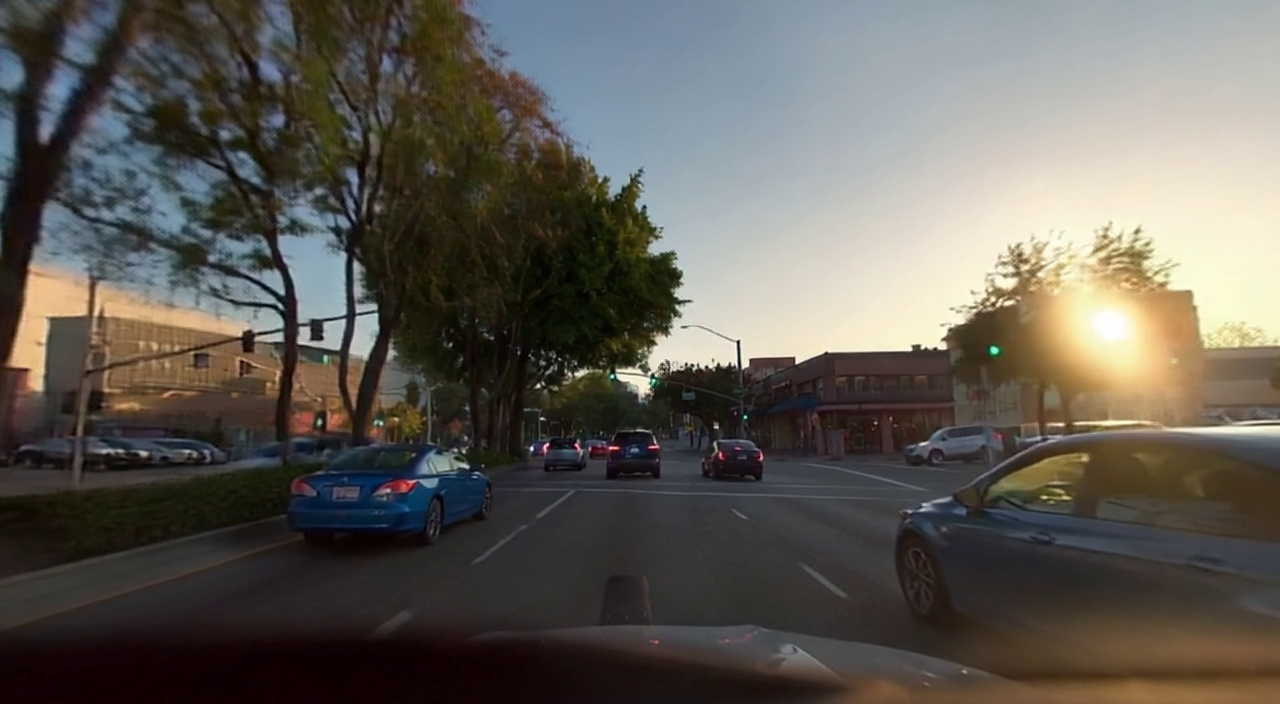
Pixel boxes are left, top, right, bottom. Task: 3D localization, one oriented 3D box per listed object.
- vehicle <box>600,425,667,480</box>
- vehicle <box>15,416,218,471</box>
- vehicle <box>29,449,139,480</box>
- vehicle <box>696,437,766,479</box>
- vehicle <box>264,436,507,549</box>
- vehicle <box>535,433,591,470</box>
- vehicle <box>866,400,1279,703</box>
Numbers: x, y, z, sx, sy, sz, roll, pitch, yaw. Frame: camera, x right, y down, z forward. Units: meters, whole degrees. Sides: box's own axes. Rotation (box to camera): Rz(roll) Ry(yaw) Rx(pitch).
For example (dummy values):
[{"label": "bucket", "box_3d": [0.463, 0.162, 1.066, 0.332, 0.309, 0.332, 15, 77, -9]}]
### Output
[{"label": "vehicle", "box_3d": [-0.243, 3.865, 24.589, 2.361, 1.898, 4.465, 0, -8, 0]}, {"label": "vehicle", "box_3d": [-35.019, 6.056, 42.232, 12.467, 3.385, 3.314, -1, -8, 13]}, {"label": "vehicle", "box_3d": [-30.072, 6.055, 34.117, 4.488, 1.445, 2.098, -1, -8, 12]}, {"label": "vehicle", "box_3d": [3.475, 4.134, 24.930, 2.058, 1.472, 4.317, 1, -8, -1]}, {"label": "vehicle", "box_3d": [-3.604, 2.015, 9.869, 2.115, 1.369, 3.908, 0, -8, 1]}, {"label": "vehicle", "box_3d": [-3.638, 4.780, 30.530, 2.130, 1.645, 3.995, 0, -8, 1]}, {"label": "vehicle", "box_3d": [3.071, 1.089, 3.401, 2.052, 1.475, 4.540, 0, -8, 0]}]
